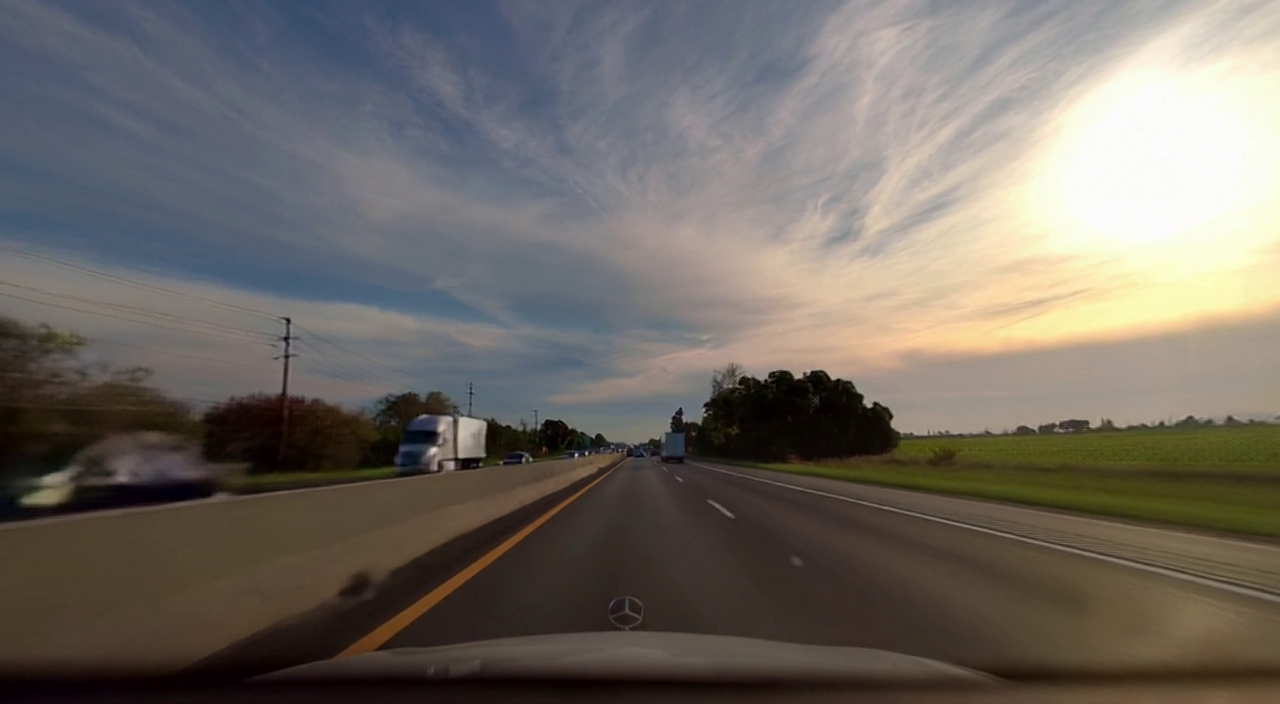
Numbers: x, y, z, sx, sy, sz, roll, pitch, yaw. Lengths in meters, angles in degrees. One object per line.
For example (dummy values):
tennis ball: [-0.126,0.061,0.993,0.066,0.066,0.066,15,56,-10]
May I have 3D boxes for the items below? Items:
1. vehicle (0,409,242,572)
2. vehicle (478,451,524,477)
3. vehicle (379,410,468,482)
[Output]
vehicle: [-8.592,1.917,9.250,2.135,1.906,5.000,0,-9,1]
vehicle: [-8.627,6.959,39.393,1.963,1.511,3.901,0,-9,0]
vehicle: [-12.840,5.677,38.032,3.047,3.925,6.286,0,-9,0]
